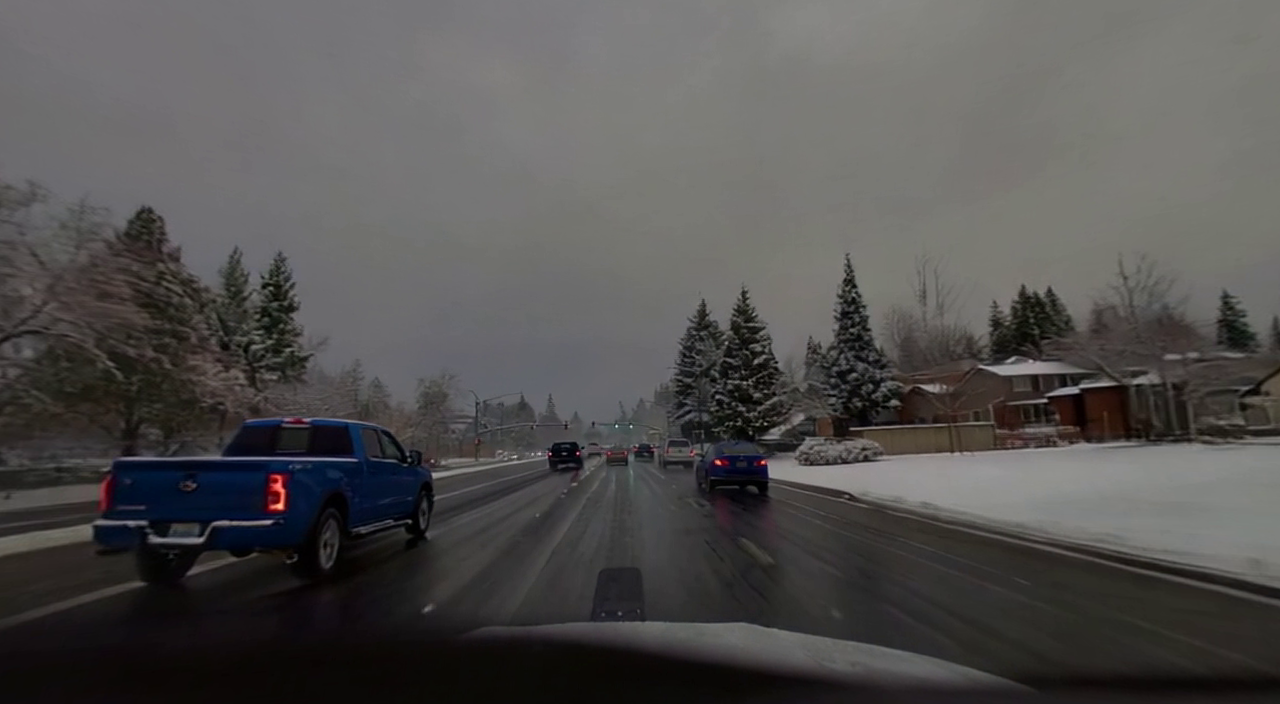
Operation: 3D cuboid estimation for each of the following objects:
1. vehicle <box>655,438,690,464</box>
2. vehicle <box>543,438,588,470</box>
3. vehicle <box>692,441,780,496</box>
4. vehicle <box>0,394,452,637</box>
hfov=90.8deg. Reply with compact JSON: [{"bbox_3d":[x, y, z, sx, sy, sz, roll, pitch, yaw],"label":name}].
[{"bbox_3d":[2.374,7.320,46.922,2.099,1.845,4.363,0,-8,-3],"label":"vehicle"},{"bbox_3d":[-4.400,6.098,37.978,2.218,1.829,4.492,0,-8,-1],"label":"vehicle"},{"bbox_3d":[2.764,3.439,19.132,1.884,1.463,4.195,0,-8,-2],"label":"vehicle"},{"bbox_3d":[-4.006,1.560,7.266,2.111,1.745,5.274,0,-8,-1],"label":"vehicle"}]
